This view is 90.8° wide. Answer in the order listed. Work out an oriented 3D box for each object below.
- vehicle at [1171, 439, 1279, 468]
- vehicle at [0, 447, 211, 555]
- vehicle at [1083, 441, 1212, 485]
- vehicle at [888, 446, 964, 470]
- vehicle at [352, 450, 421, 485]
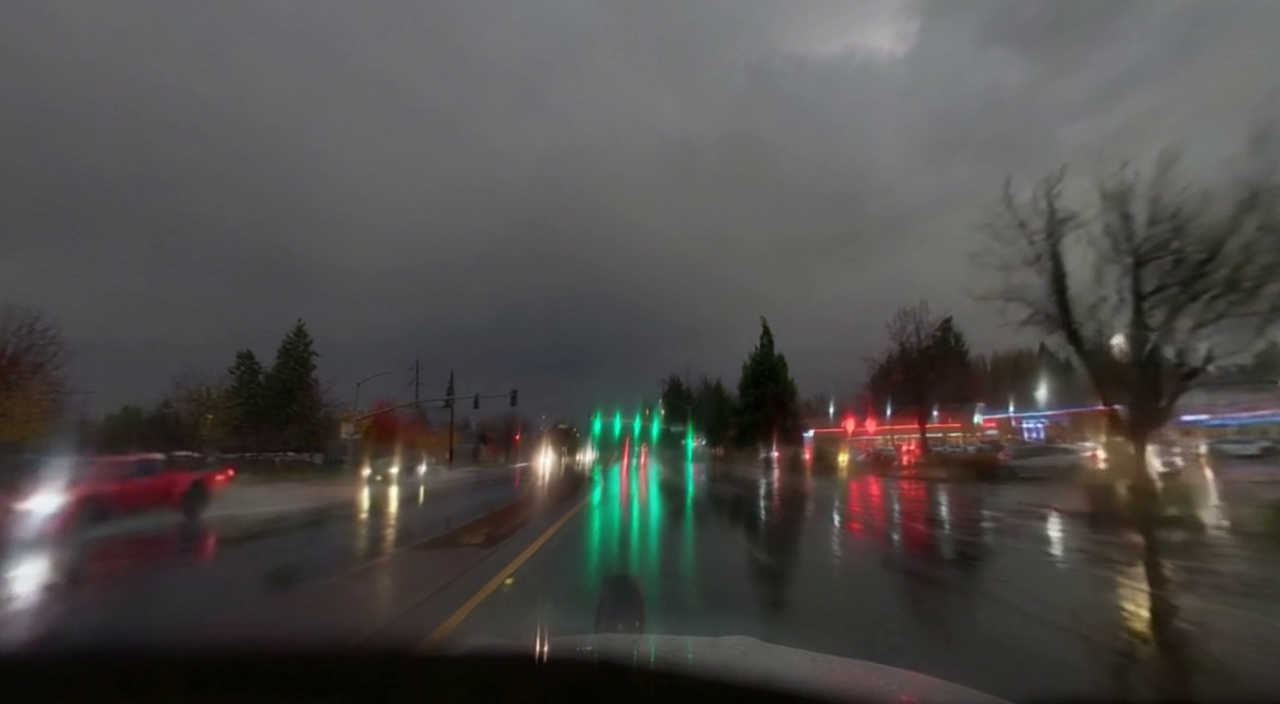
[{"bbox_3d":[32.110,5.570,34.770,4.036,1.512,1.856,0,-9,1],"label":"vehicle"},{"bbox_3d":[-11.374,2.864,12.955,2.004,1.787,4.384,0,-9,0],"label":"vehicle"},{"bbox_3d":[19.518,4.229,24.285,4.333,1.532,2.037,4,-10,-25],"label":"vehicle"},{"bbox_3d":[19.406,7.155,42.900,4.731,1.535,2.079,4,-10,-26],"label":"vehicle"},{"bbox_3d":[-14.544,6.605,36.515,2.046,1.900,4.689,0,-9,0],"label":"vehicle"}]
